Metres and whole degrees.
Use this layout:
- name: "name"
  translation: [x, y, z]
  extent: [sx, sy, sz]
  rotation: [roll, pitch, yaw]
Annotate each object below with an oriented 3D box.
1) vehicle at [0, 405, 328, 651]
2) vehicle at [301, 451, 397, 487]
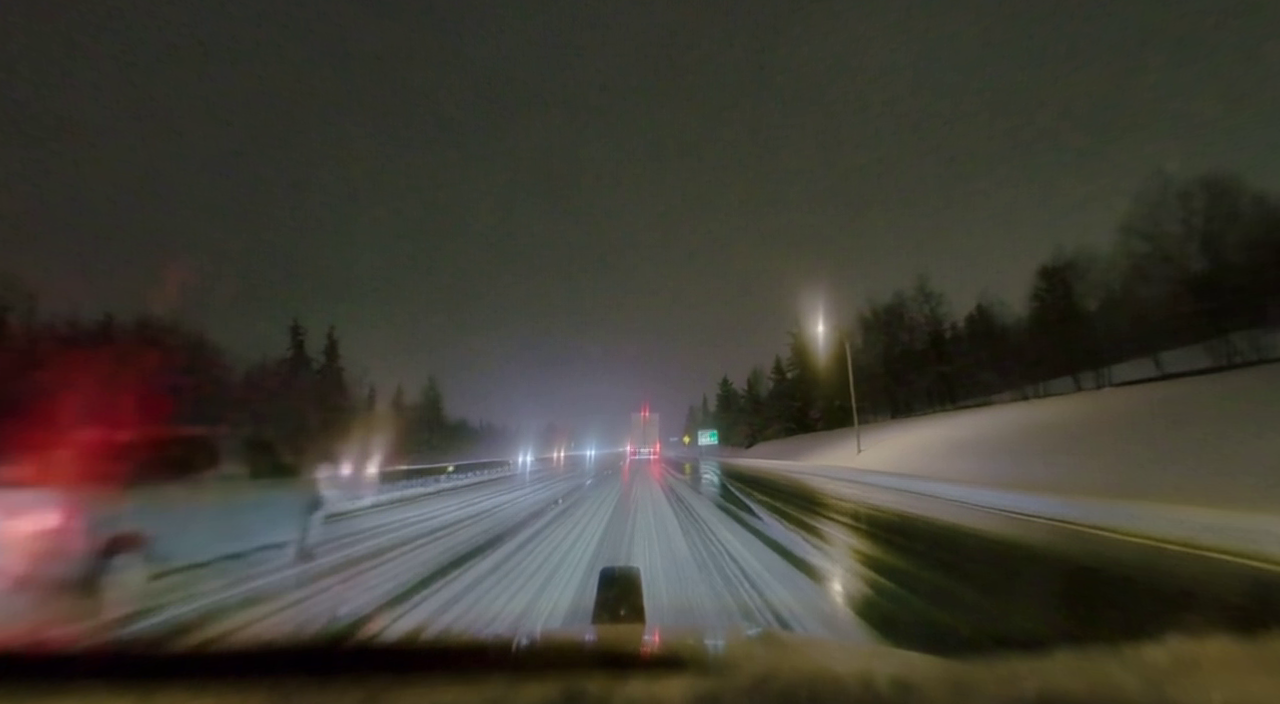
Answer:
- name: "vehicle"
  translation: [-5.283, 1.467, 5.997]
  extent: [2.016, 1.636, 4.964]
  rotation: [0, -9, 1]
- name: "vehicle"
  translation: [-13.101, 5.261, 28.772]
  extent: [2.100, 1.468, 4.684]
  rotation: [0, -9, 1]
